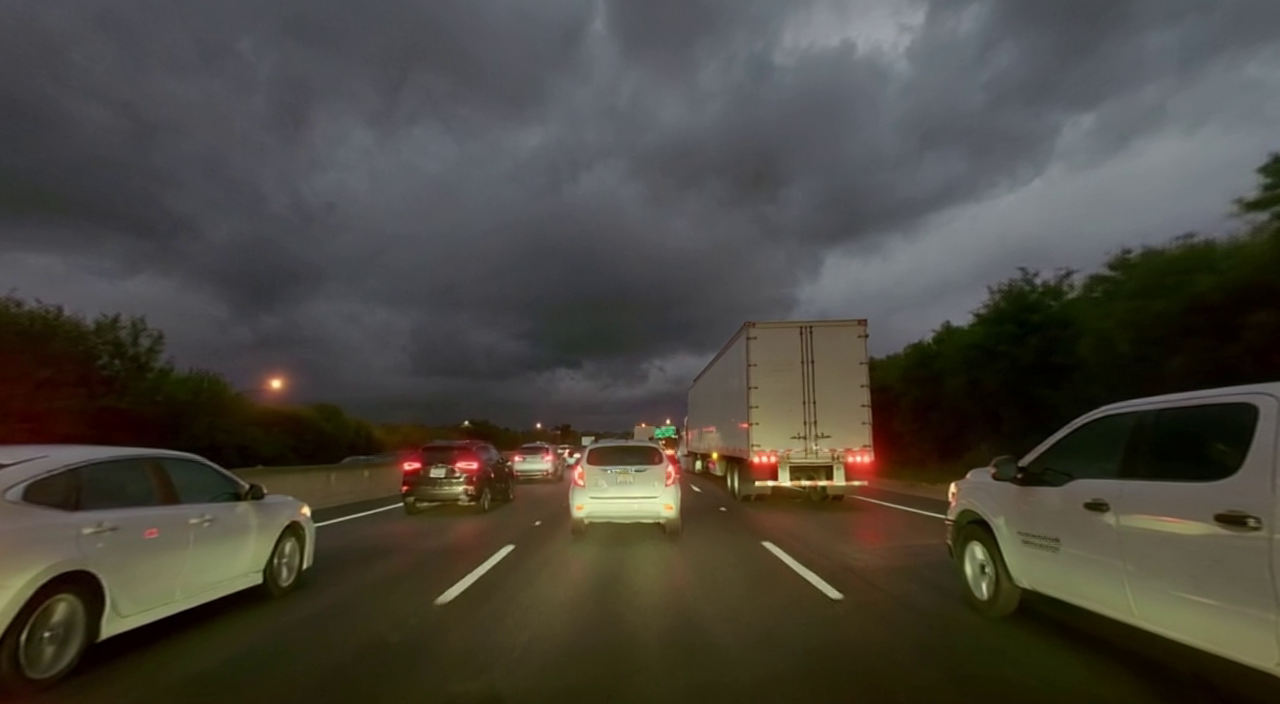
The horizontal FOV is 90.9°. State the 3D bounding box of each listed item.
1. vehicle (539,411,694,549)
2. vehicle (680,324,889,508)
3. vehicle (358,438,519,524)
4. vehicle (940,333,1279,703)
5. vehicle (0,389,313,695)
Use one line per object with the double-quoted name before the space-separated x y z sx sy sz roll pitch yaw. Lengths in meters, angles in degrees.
"vehicle" -0.315 2.012 10.466 2.037 1.792 4.194 0 -9 0
"vehicle" 3.673 2.584 21.796 3.186 4.111 15.553 0 -9 -1
"vehicle" -3.983 2.621 13.330 1.923 1.503 4.293 0 -9 1
"vehicle" 3.645 0.884 3.059 2.076 1.751 4.666 0 -9 1
"vehicle" -4.317 1.202 4.561 1.789 1.620 3.841 0 -9 0
